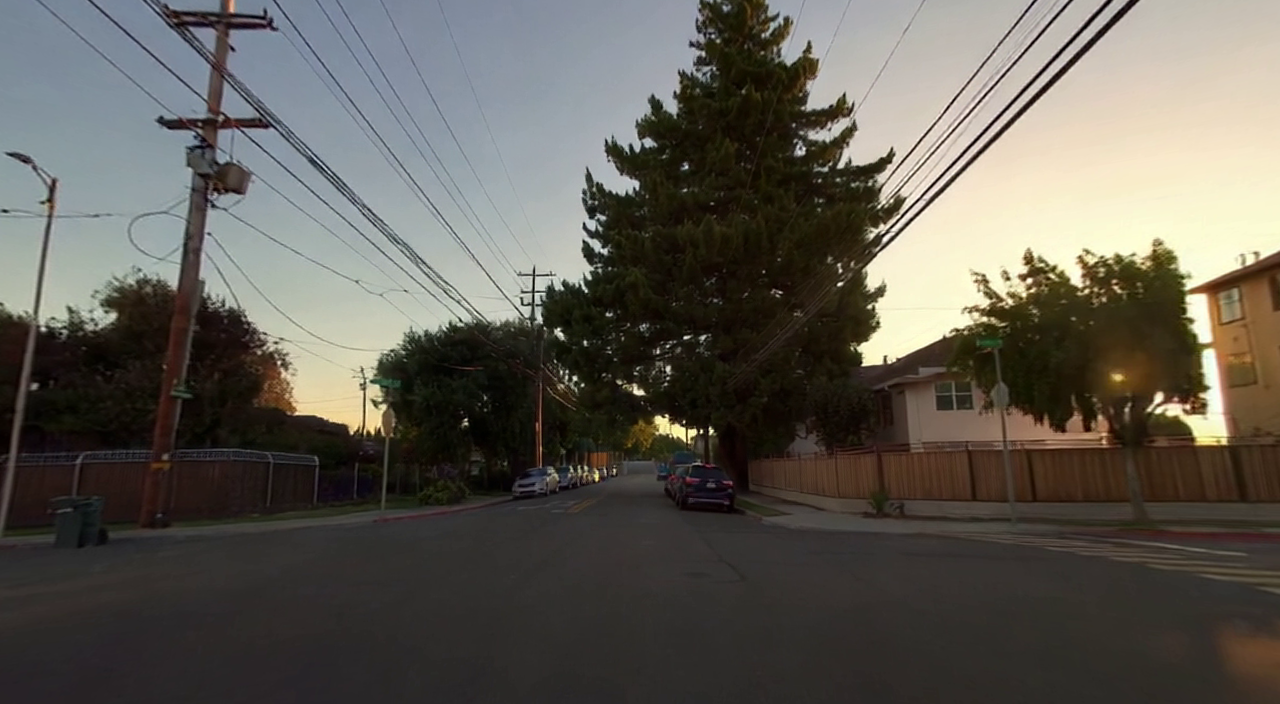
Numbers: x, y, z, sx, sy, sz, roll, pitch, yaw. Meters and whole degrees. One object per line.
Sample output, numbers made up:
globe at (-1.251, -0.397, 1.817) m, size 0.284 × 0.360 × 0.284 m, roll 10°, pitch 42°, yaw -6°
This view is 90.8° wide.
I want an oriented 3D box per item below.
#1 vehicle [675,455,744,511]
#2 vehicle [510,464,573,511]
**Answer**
vehicle at (2.606, 5.031, 24.754) m, size 2.051 × 1.874 × 4.459 m, roll 1°, pitch -8°, yaw -2°
vehicle at (-4.283, 5.964, 28.267) m, size 2.189 × 1.771 × 4.571 m, roll 0°, pitch -8°, yaw -2°
